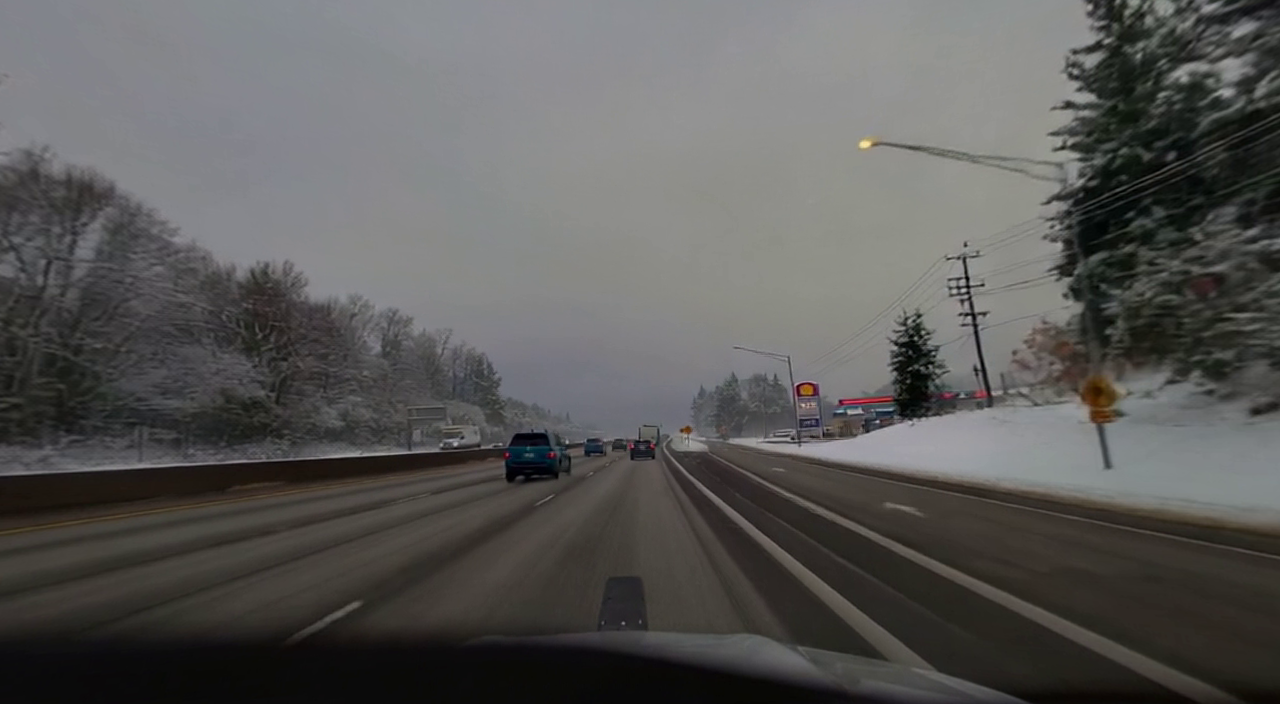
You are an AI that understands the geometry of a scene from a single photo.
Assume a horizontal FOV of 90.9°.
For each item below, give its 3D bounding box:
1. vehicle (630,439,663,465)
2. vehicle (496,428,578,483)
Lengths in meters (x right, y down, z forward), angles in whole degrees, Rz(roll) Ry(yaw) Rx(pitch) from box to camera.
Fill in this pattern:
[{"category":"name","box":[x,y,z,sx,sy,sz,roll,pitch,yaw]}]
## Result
[{"category":"vehicle","box":[0.349,6.220,39.508,1.982,1.524,3.800,0,-8,-1]},{"category":"vehicle","box":[-3.827,3.930,24.256,2.273,1.884,4.515,0,-8,1]}]
